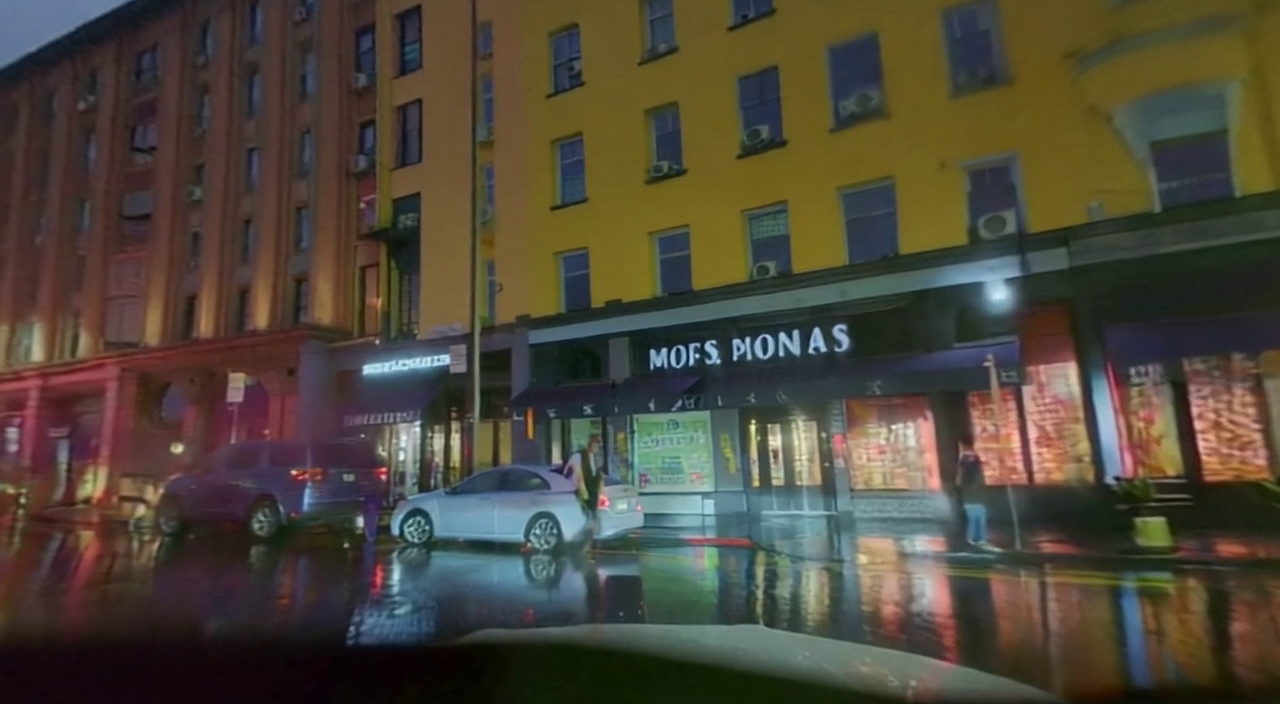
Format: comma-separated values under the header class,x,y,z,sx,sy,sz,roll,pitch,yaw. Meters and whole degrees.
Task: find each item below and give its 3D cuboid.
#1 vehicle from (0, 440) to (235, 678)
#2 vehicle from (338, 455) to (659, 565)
class,x,y,z,sx,sy,sz,roll,pitch,yaw
vehicle,-5.765,1.489,5.237,4.330,1.458,1.932,-4,-9,25
vehicle,-2.273,2.420,10.264,4.830,1.421,1.826,-4,-9,20
